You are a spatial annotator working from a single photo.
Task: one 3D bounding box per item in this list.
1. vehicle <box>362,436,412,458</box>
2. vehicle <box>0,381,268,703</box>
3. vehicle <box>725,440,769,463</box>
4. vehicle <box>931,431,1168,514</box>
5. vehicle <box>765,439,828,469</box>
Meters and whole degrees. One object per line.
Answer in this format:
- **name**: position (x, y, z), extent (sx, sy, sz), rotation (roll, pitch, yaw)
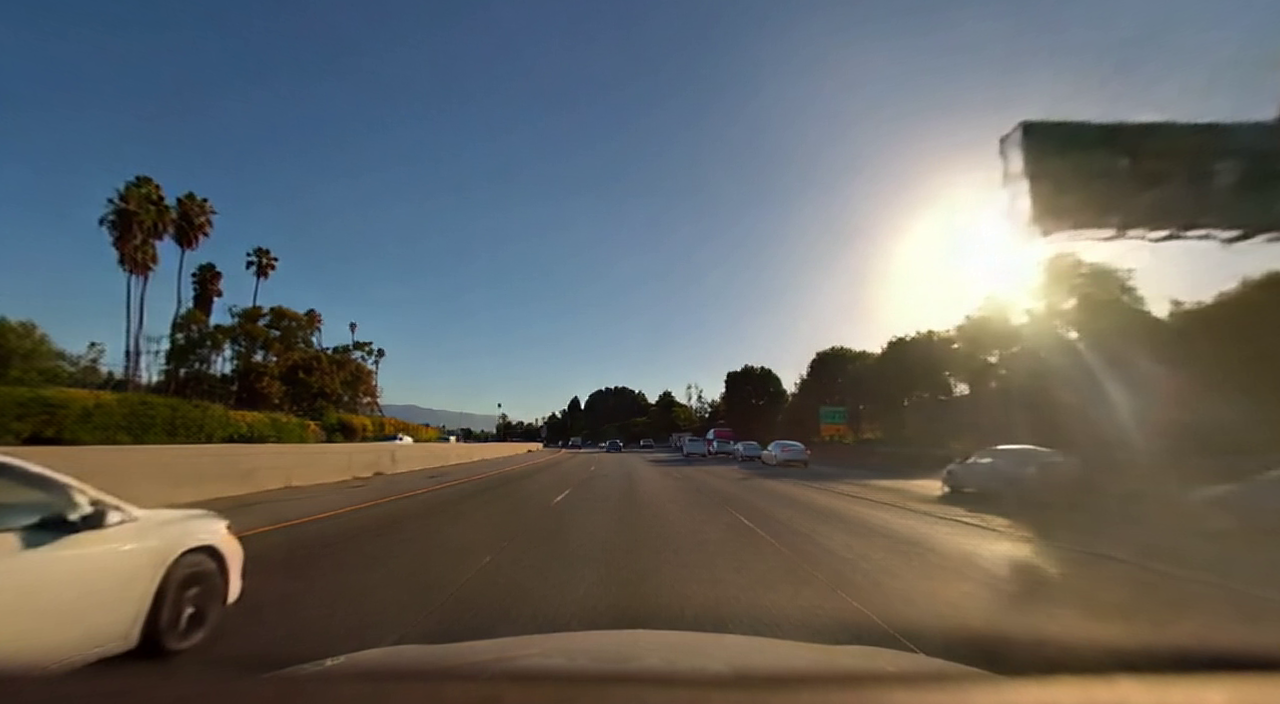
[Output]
- **vehicle**: position (-19.253, 7.243, 48.164), extent (1.991, 1.614, 4.729), rotation (0, -8, -2)
- **vehicle**: position (-3.722, 0.857, 2.322), extent (2.109, 1.536, 4.174), rotation (0, -8, 1)
- **vehicle**: position (7.192, 6.738, 42.892), extent (1.984, 1.477, 4.385), rotation (0, -8, -4)
- **vehicle**: position (8.467, 2.515, 13.727), extent (1.947, 1.452, 4.696), rotation (0, -8, -1)
- **vehicle**: position (8.102, 5.308, 33.098), extent (1.922, 1.456, 4.626), rotation (0, -8, -3)
